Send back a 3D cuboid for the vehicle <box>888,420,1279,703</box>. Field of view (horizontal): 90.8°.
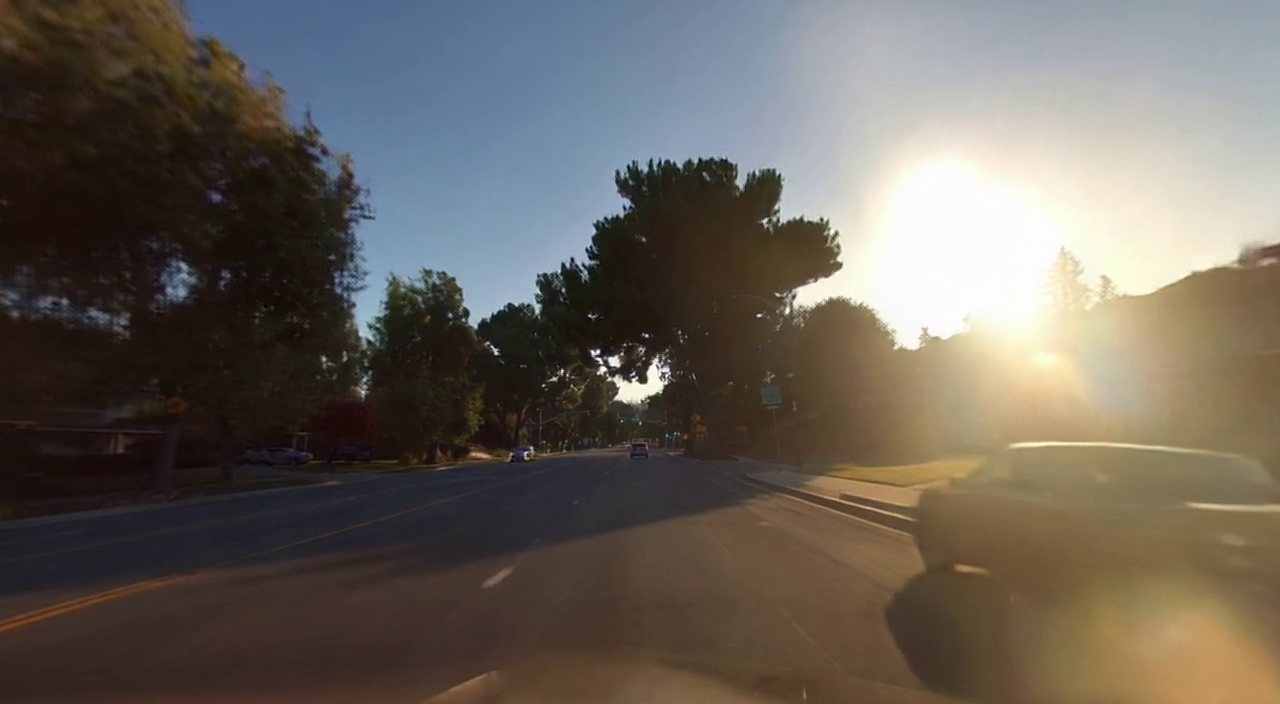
[{"bbox_3d":[3.737,1.353,4.821,1.942,1.502,4.244,0,-8,0],"label":"vehicle"}]
